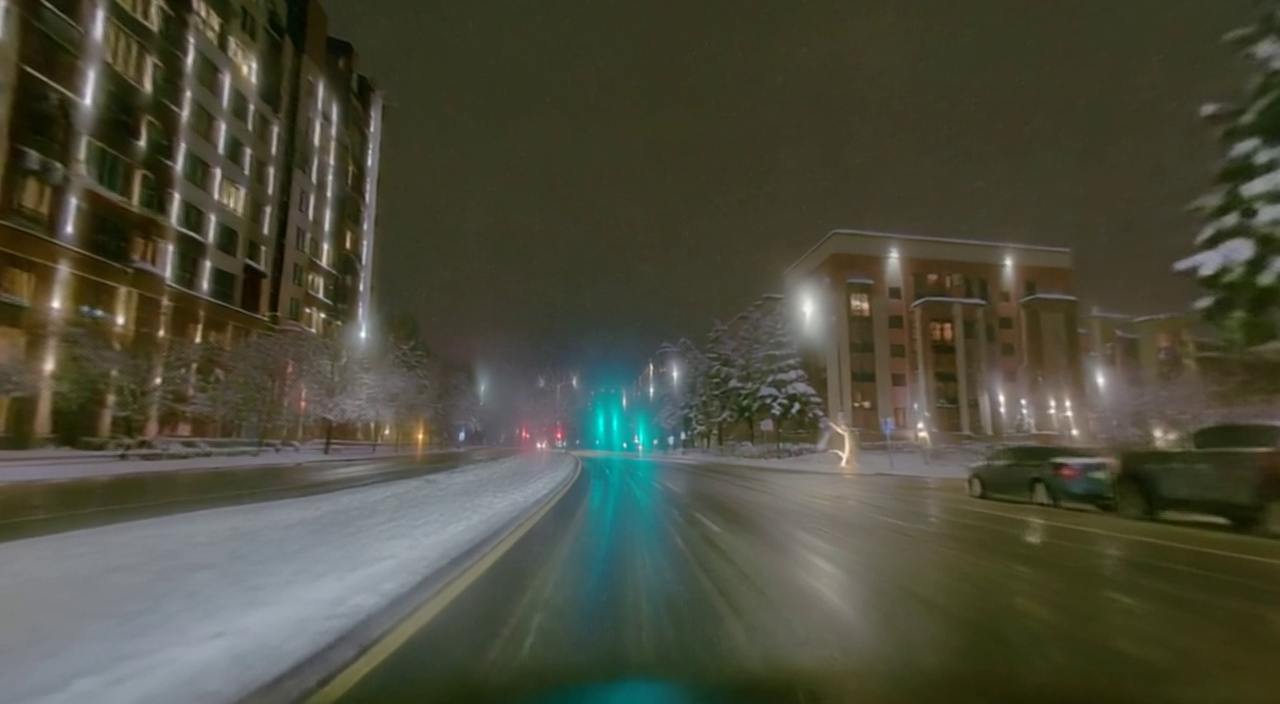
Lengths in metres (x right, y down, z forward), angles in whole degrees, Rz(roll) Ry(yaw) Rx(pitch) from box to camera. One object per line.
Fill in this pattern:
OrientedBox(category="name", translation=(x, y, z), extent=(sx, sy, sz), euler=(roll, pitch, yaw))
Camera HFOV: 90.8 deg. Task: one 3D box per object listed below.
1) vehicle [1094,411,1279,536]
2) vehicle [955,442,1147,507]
OrientedBox(category="vehicle", translation=(10.585, 1.959, 10.426), extent=(2.211, 1.831, 5.275), euler=(0, -9, 0))
OrientedBox(category="vehicle", translation=(10.480, 3.116, 16.644), extent=(1.891, 1.460, 4.514), euler=(0, -9, -2))
